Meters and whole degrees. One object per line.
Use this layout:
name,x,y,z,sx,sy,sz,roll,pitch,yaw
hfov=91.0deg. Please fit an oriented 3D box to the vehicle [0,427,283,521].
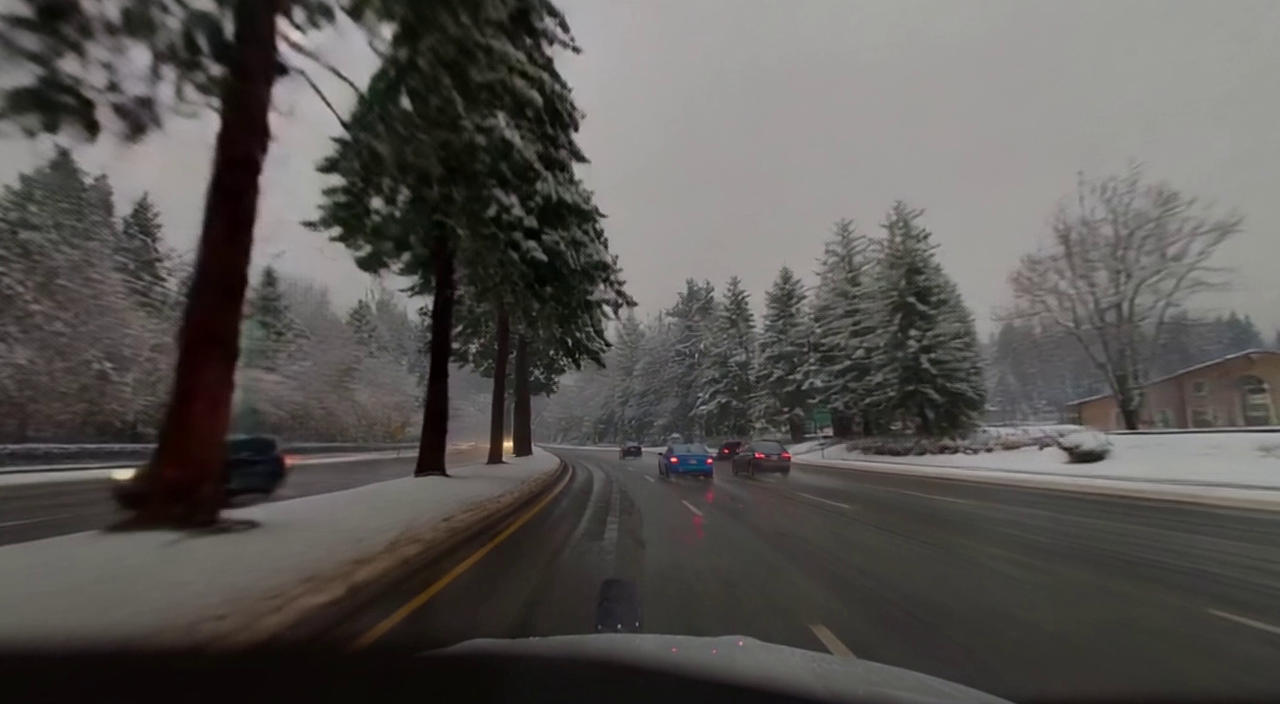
vehicle,-9.472,2.287,12.431,2.149,1.477,4.783,0,-8,-2

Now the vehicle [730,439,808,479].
vehicle,5.130,4.299,25.660,1.901,1.474,4.363,1,-8,-5

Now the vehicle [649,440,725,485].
vehicle,1.597,3.952,22.884,2.077,1.464,4.134,1,-8,-5
